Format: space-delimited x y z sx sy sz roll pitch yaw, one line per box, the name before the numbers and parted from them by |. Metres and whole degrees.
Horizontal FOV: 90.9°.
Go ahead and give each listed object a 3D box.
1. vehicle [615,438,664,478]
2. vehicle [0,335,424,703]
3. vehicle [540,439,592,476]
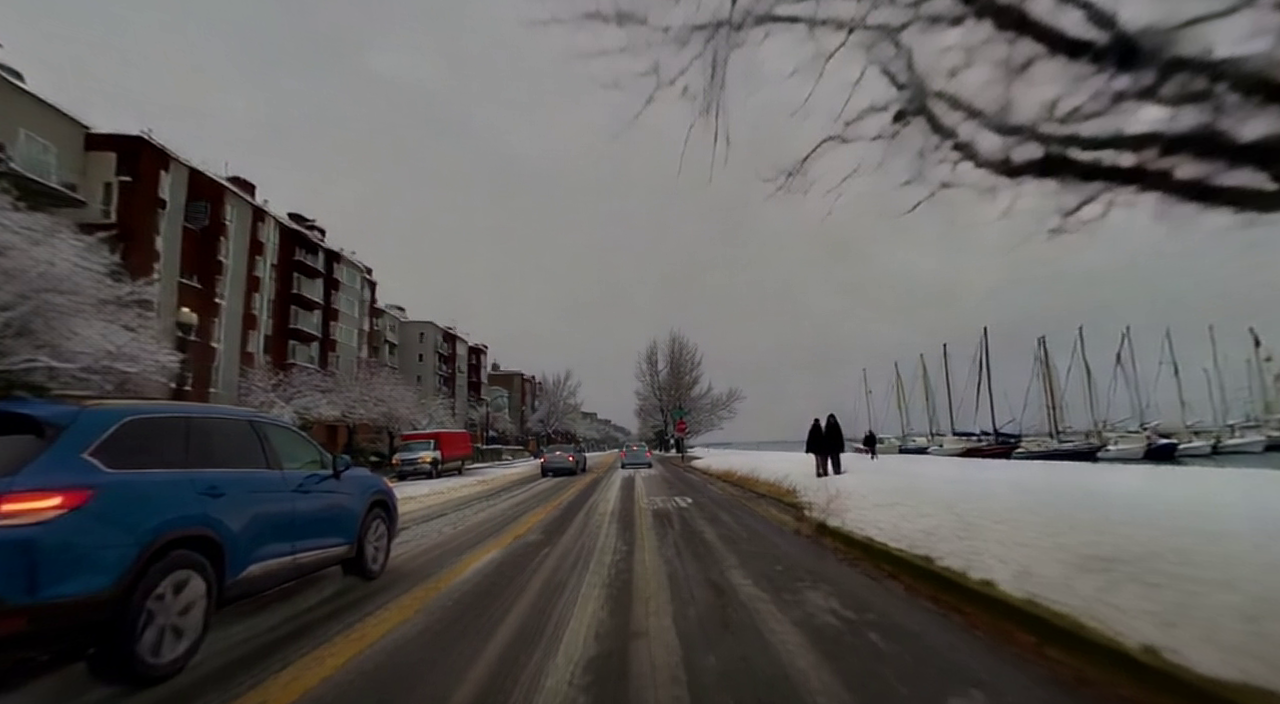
vehicle | -0.026 4.711 28.106 2.057 1.624 3.726 0 -9 0
vehicle | -3.565 1.196 4.883 2.082 1.817 4.724 0 -9 0
vehicle | -3.609 5.266 31.568 2.056 1.680 4.205 0 -9 1
